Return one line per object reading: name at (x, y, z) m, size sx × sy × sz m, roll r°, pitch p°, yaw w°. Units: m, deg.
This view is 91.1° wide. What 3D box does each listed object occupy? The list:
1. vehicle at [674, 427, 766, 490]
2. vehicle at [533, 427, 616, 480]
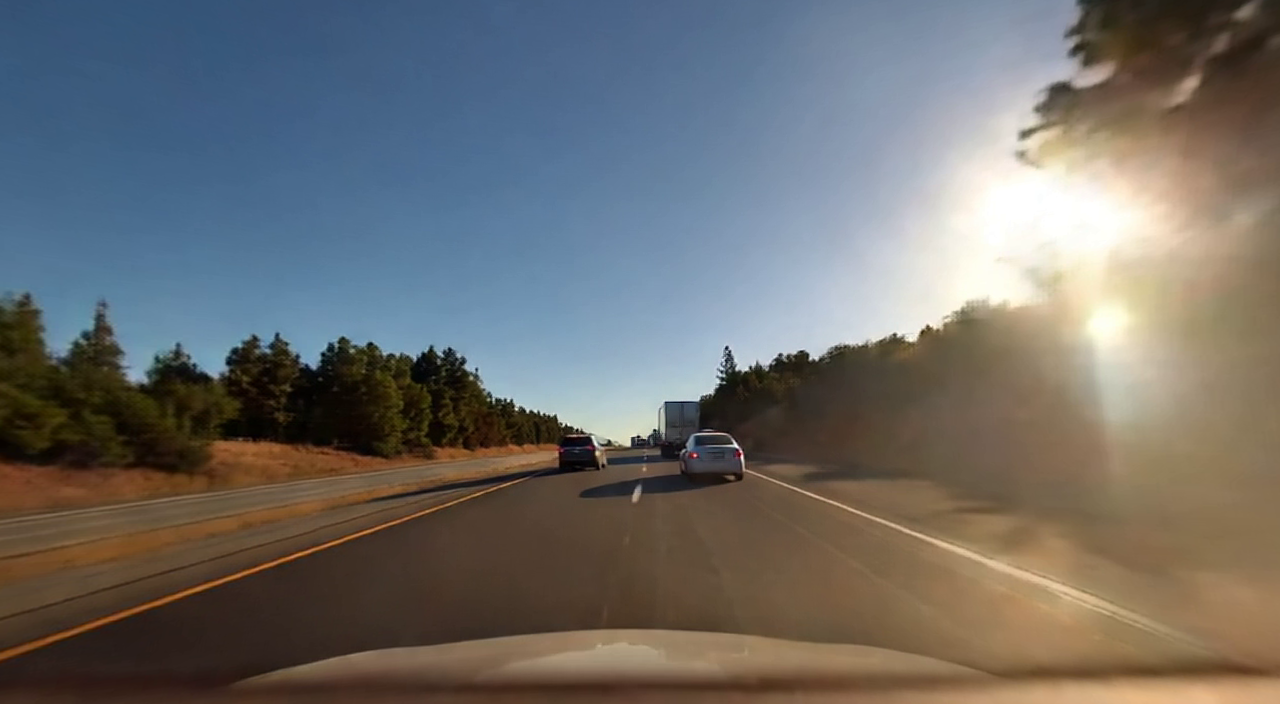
vehicle at (2.079, 2.922, 17.673) m, size 2.072 × 1.534 × 4.300 m, roll 0°, pitch -8°, yaw 1°
vehicle at (-2.127, 3.485, 21.986) m, size 2.192 × 1.623 × 4.887 m, roll 0°, pitch -8°, yaw 2°
